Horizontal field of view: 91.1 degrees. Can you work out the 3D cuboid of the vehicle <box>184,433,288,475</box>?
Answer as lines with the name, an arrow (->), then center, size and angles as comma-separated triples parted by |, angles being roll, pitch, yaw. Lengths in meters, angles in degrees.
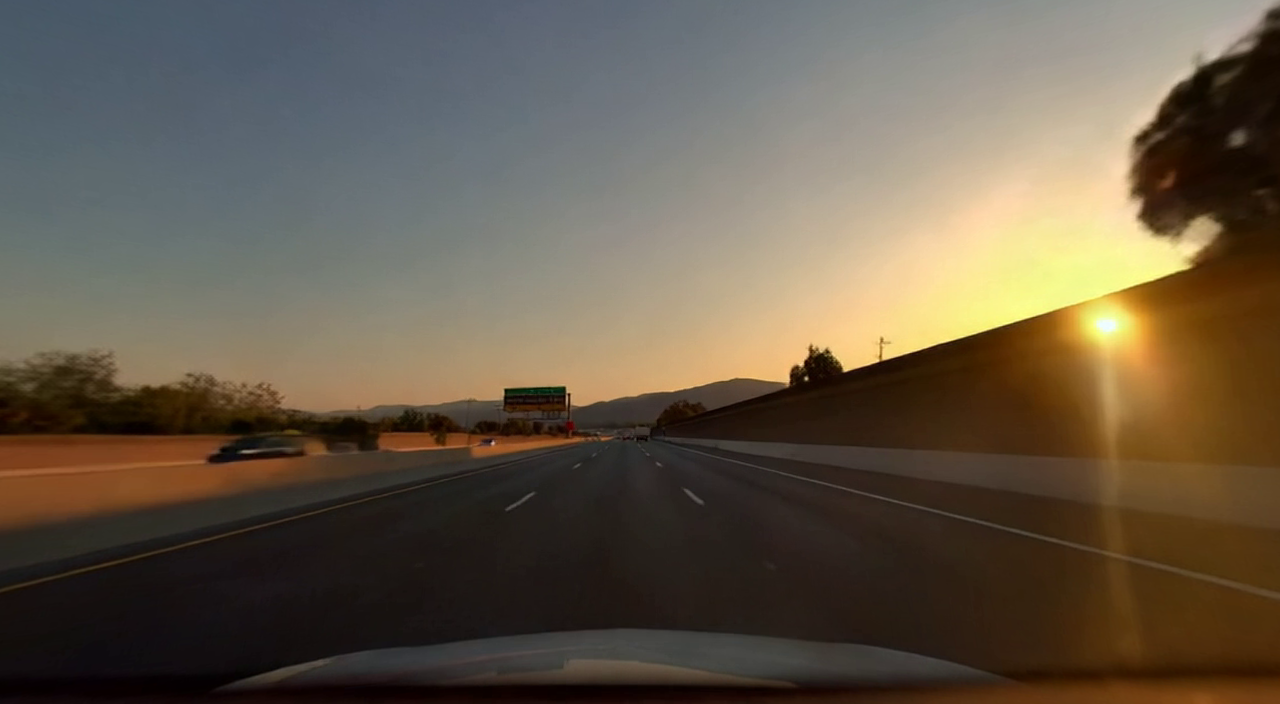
vehicle -> -20.022, 5.031, 31.450 | 2.028, 1.902, 4.798 | 0, -8, 0
